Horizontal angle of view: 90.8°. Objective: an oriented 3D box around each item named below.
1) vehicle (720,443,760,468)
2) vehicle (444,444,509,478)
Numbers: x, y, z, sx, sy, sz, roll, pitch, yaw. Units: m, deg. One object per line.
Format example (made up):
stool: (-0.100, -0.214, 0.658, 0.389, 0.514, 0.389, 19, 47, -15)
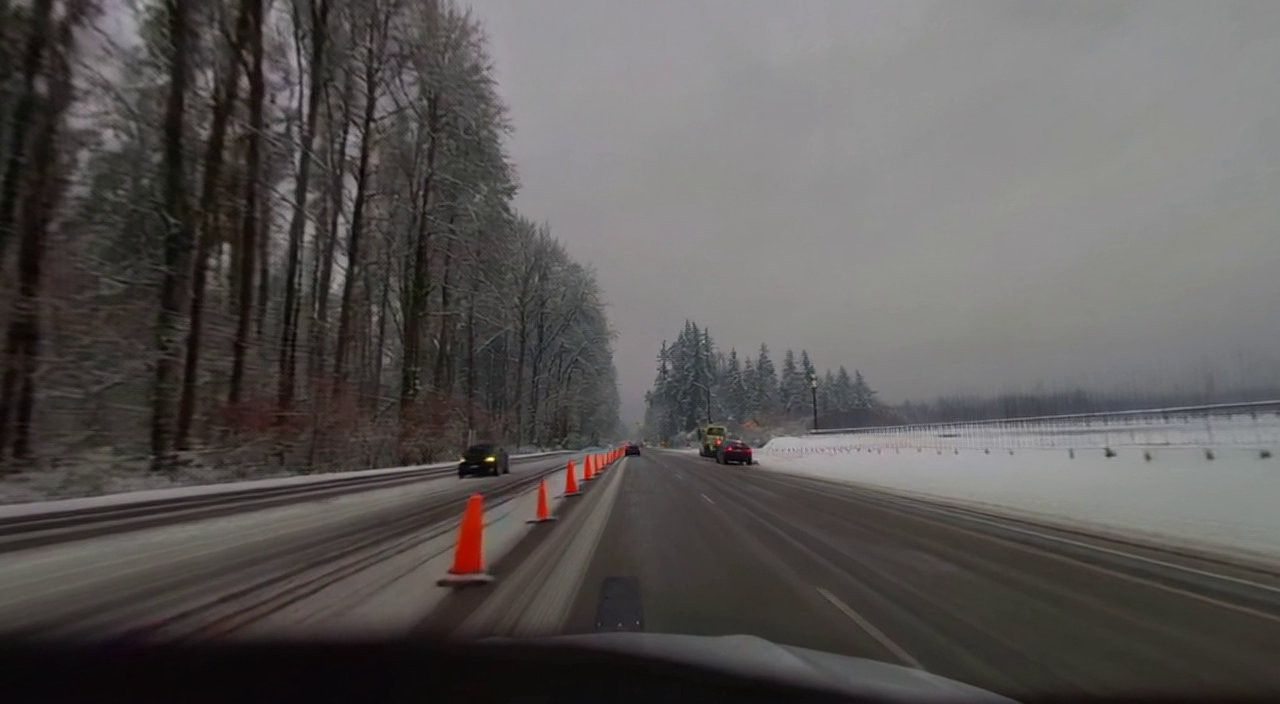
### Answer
vehicle: (6.265, 6.538, 40.038, 1.904, 1.470, 4.583, -1, -8, 2)
vehicle: (-7.633, 5.094, 29.960, 1.907, 1.455, 4.404, 0, -8, 0)
